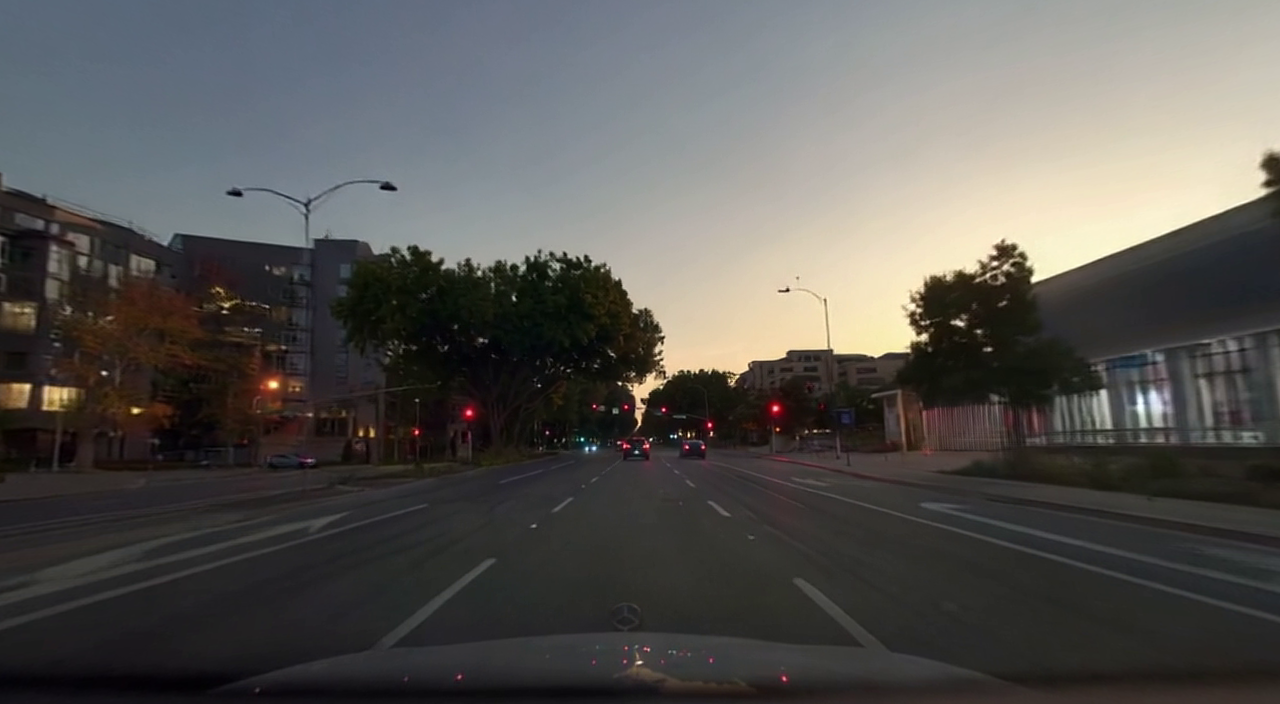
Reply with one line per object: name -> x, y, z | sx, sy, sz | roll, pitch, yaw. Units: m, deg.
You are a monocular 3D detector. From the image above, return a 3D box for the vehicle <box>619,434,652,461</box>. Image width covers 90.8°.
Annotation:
vehicle -> -0.296, 6.898, 45.731 | 2.313, 1.860, 4.319 | 0, -8, 0

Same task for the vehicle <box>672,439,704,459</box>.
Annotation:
vehicle -> 3.636, 7.472, 48.606 | 2.080, 1.472, 4.401 | 0, -8, 0
